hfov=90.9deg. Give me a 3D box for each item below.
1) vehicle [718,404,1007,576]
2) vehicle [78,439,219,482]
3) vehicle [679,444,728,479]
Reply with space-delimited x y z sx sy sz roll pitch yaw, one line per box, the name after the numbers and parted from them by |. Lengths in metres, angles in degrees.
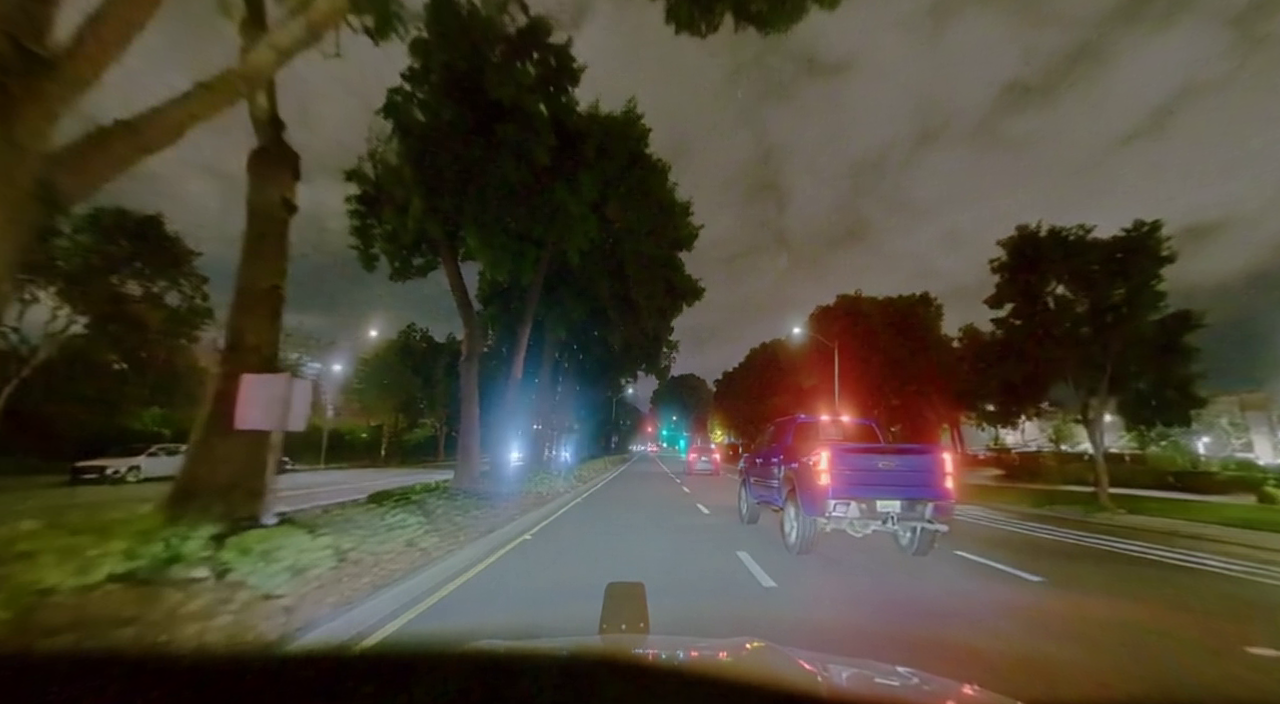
2.876 1.988 10.071 2.553 1.942 5.679 0 -8 0 | vehicle
-19.166 4.224 24.901 2.002 1.525 4.353 0 -8 1 | vehicle
3.285 5.781 33.509 2.108 1.712 4.616 0 -8 0 | vehicle
